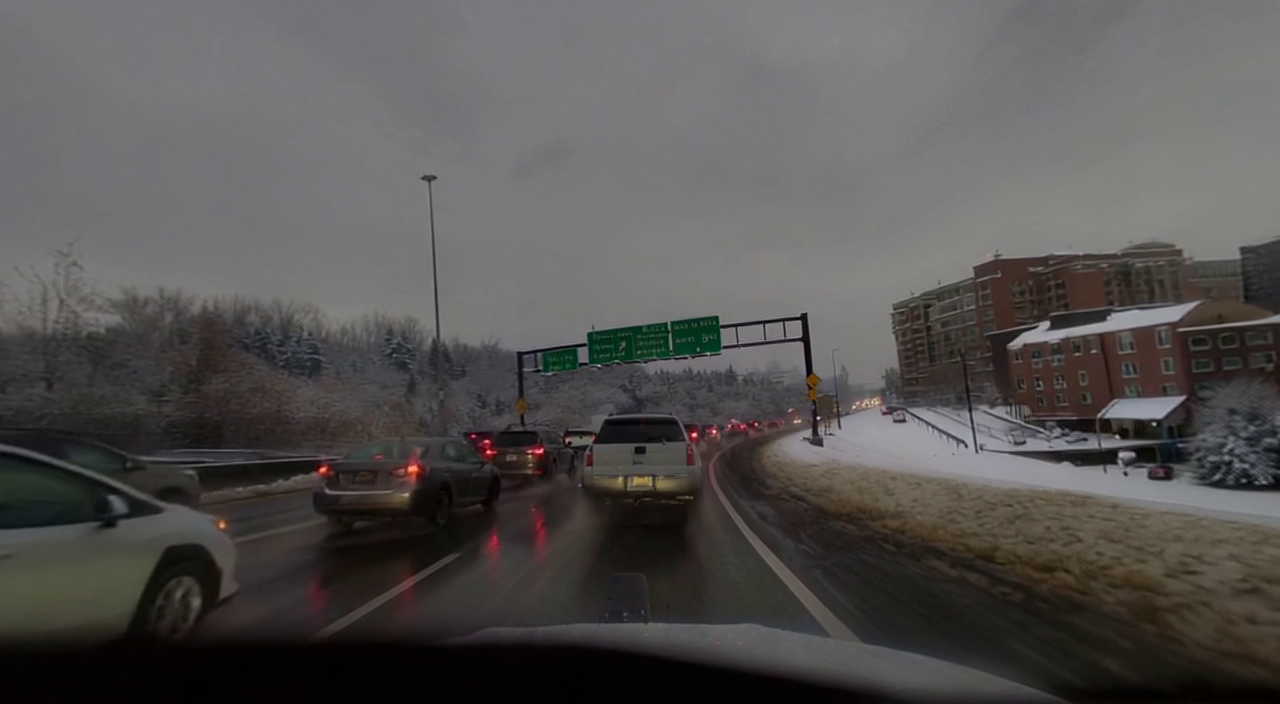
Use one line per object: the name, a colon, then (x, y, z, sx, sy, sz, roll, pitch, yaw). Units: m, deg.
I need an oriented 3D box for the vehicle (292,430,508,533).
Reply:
vehicle: (-3.996, 2.223, 11.458, 2.087, 1.481, 4.225, 0, -9, 2)

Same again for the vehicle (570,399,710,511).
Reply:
vehicle: (0.074, 2.367, 14.807, 2.616, 2.063, 5.933, 0, -9, 1)

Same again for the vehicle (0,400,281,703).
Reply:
vehicle: (-3.741, 0.870, 2.143, 1.998, 1.494, 5.020, 0, -9, 1)

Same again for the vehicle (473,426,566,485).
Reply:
vehicle: (-3.818, 3.380, 20.837, 1.953, 1.729, 4.377, 0, -9, 4)
